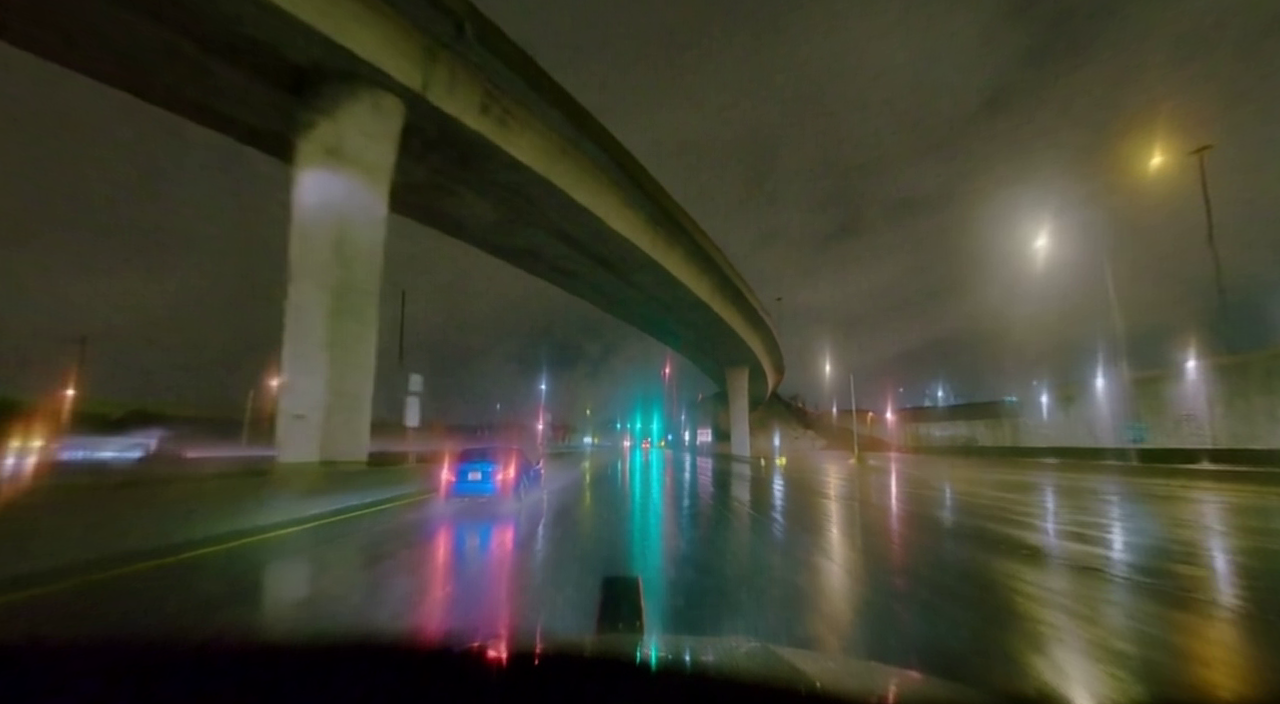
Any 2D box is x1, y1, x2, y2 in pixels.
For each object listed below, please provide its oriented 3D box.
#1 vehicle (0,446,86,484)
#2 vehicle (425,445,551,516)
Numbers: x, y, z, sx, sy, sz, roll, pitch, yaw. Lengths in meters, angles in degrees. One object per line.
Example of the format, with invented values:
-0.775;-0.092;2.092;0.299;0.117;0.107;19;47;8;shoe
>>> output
-26.197;4.721;26.532;1.819;1.471;4.226;0;-9;0;vehicle
-3.521;3.056;15.502;2.044;1.478;4.114;0;-9;0;vehicle
